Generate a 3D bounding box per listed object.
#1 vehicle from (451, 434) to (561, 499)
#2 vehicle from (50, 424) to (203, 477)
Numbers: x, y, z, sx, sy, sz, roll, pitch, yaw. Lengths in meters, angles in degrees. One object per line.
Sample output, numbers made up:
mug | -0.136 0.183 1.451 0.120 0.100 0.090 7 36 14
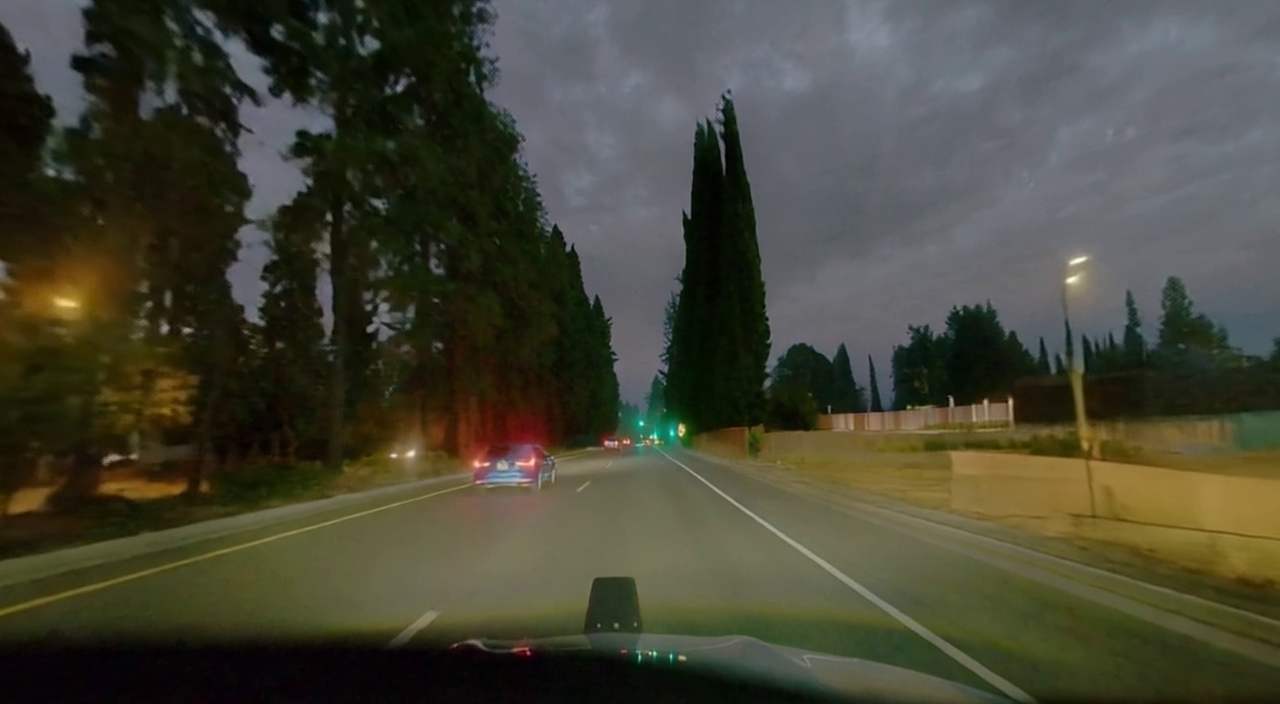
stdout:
vehicle | -3.308 2.909 16.525 1.870 1.431 4.317 0 -8 1
vehicle | -34.323 6.624 42.882 2.817 3.013 8.966 -5 -8 1
